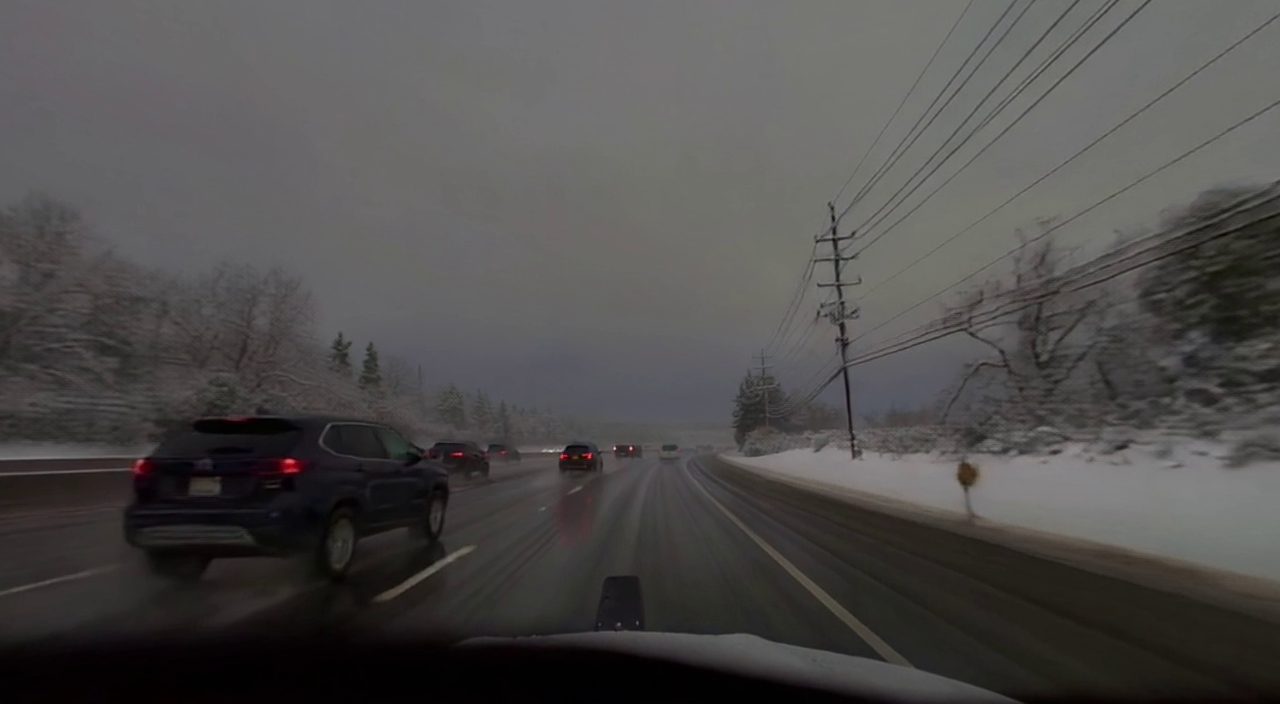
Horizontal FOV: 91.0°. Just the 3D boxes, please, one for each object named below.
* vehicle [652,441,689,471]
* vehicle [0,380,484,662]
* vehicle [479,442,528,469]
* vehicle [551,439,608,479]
[{"bbox_3d":[1.856,6.191,37.481,2.038,1.677,4.219,-1,-9,4],"label":"vehicle"},{"bbox_3d":[-3.428,1.465,6.597,2.202,1.801,4.959,0,-9,1],"label":"vehicle"},{"bbox_3d":[-9.409,7.155,43.719,2.097,1.722,4.981,-1,-9,3],"label":"vehicle"},{"bbox_3d":[-2.667,4.837,28.627,1.976,1.688,4.124,-1,-9,3],"label":"vehicle"}]
